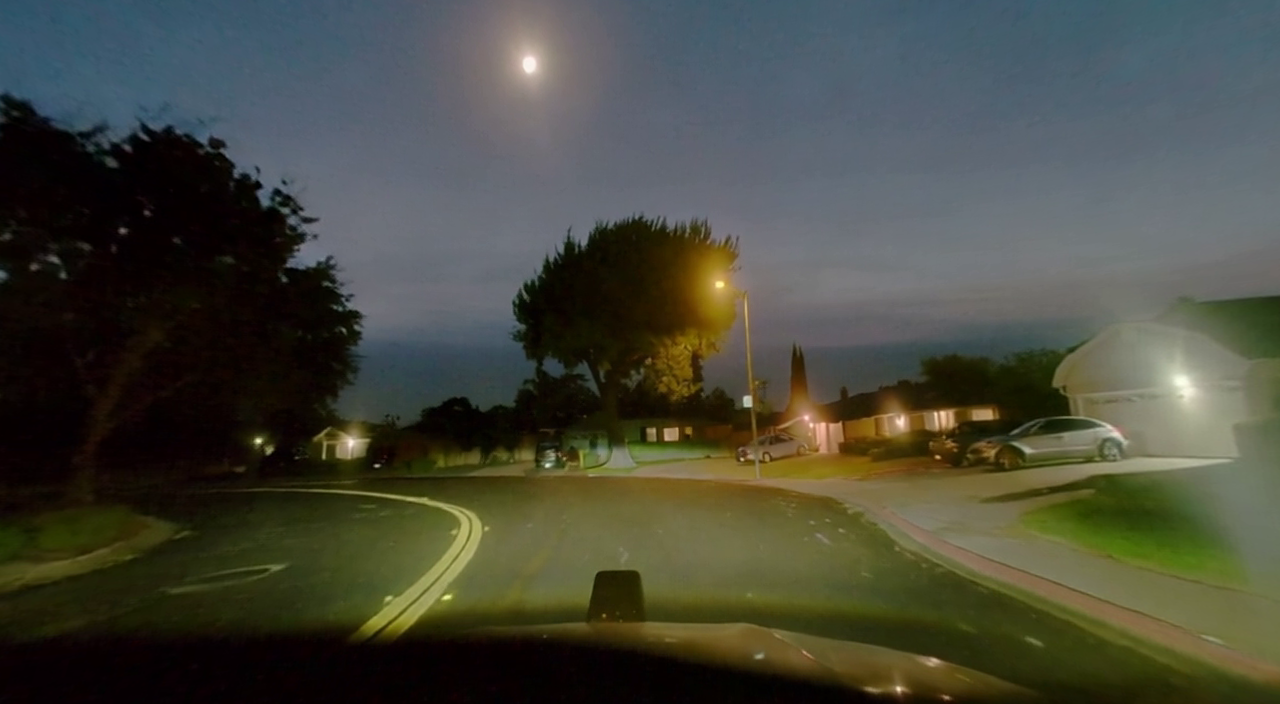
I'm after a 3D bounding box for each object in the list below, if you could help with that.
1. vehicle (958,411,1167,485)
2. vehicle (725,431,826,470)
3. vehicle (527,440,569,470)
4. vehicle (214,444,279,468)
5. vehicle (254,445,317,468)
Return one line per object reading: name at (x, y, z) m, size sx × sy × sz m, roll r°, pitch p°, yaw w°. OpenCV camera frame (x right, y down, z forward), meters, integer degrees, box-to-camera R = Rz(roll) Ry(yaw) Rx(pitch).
vehicle at (11.693, 2.713, 17.761) m, size 4.327 × 1.573 × 1.967 m, roll -5°, pitch -10°, yaw -1°
vehicle at (6.916, 4.958, 32.126) m, size 4.799 × 1.451 × 2.144 m, roll -1°, pitch -7°, yaw -32°
vehicle at (-5.574, 6.278, 38.832) m, size 1.819 × 1.442 × 4.329 m, roll 0°, pitch -4°, yaw 2°
vehicle at (-27.357, 7.235, 44.131) m, size 2.042 × 1.633 × 4.132 m, roll 0°, pitch -9°, yaw -3°
vehicle at (-24.703, 7.259, 44.177) m, size 1.933 × 1.477 × 4.361 m, roll 0°, pitch -9°, yaw -2°
